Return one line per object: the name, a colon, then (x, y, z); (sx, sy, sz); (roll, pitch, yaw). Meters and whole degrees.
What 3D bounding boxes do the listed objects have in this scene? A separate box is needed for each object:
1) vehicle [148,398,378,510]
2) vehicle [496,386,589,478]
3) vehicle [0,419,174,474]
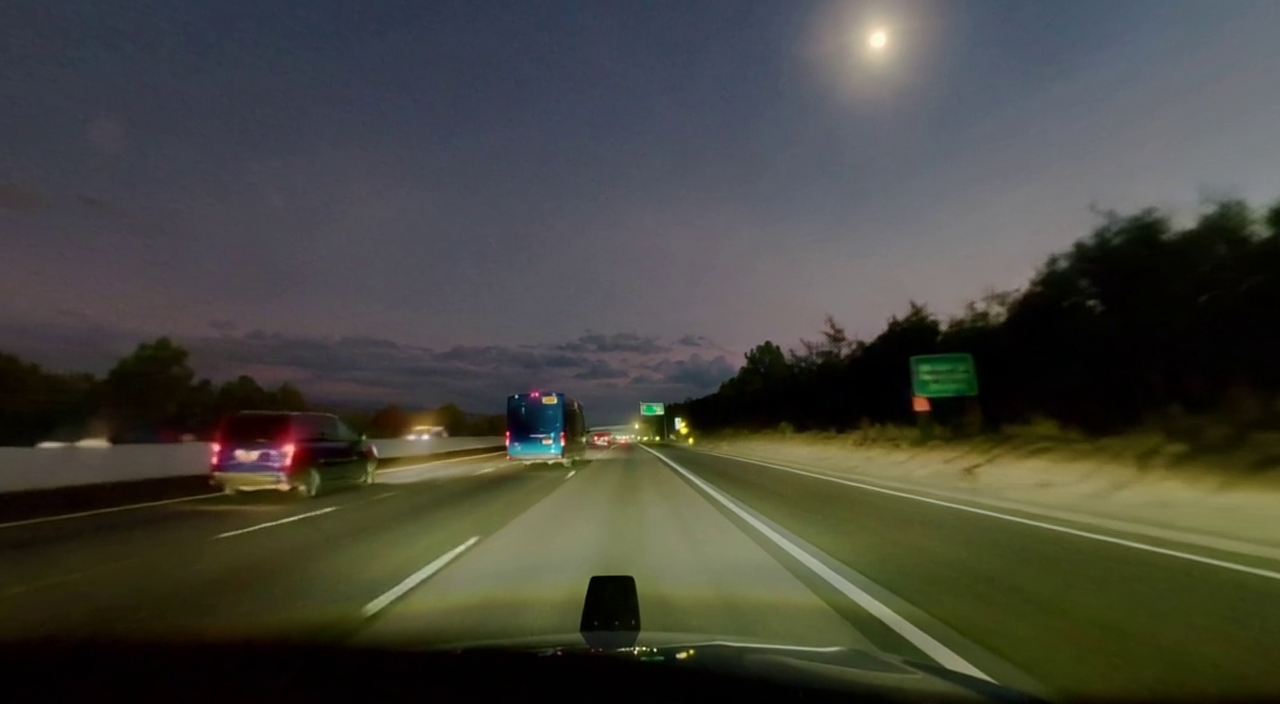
vehicle: (-7.220, 1.981, 12.734); (2.045, 1.873, 4.202); (0, -7, -1)
vehicle: (-3.766, 3.310, 26.192); (2.676, 3.269, 7.388); (0, -7, 0)
vehicle: (-17.033, 2.868, 19.446); (1.858, 1.486, 4.528); (0, -7, -1)
